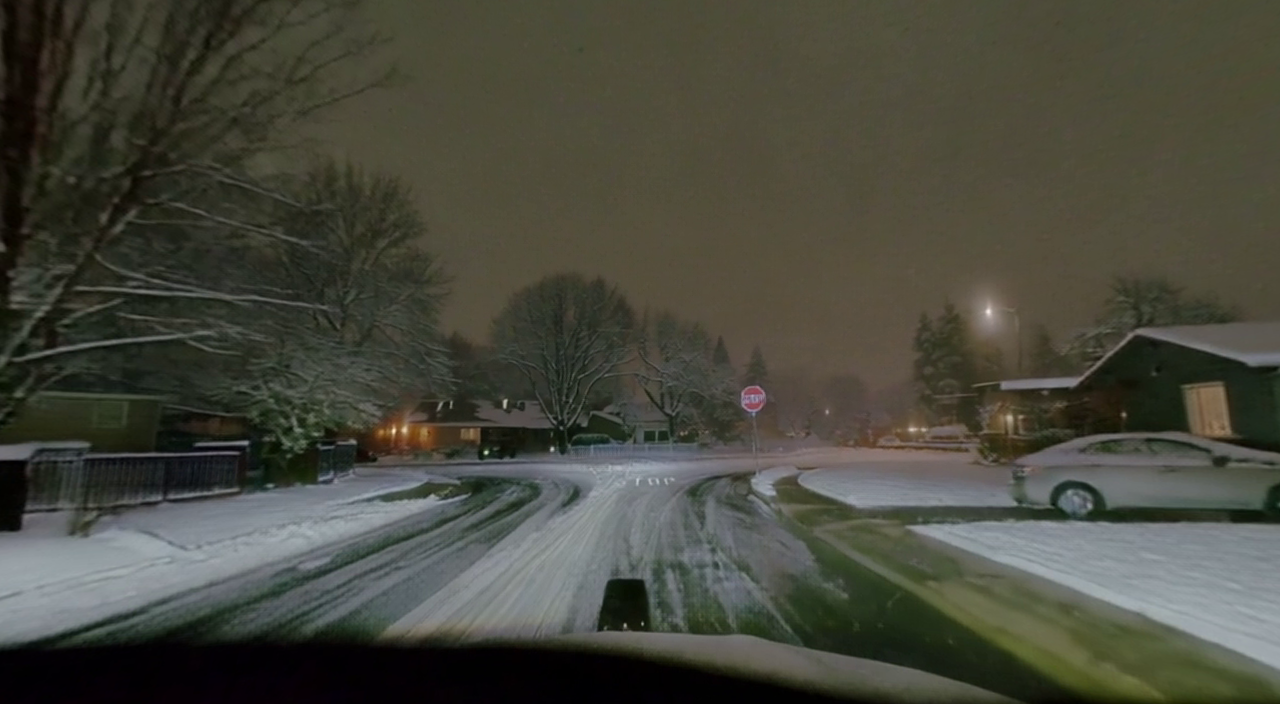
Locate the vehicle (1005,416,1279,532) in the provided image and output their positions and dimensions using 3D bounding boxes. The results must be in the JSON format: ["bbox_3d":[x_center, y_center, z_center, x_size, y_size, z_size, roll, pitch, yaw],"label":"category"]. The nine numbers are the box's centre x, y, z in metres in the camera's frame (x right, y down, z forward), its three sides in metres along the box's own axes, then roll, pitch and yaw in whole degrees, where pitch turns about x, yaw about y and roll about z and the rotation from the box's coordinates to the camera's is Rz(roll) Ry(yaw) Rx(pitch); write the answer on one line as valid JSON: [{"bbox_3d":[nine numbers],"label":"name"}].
[{"bbox_3d":[8.145,1.755,9.424,4.477,1.506,1.834,-4,-9,27],"label":"vehicle"}]

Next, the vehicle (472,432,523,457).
[{"bbox_3d":[-10.207,6.658,45.544,1.883,1.732,4.038,-2,-8,15],"label":"vehicle"}]
